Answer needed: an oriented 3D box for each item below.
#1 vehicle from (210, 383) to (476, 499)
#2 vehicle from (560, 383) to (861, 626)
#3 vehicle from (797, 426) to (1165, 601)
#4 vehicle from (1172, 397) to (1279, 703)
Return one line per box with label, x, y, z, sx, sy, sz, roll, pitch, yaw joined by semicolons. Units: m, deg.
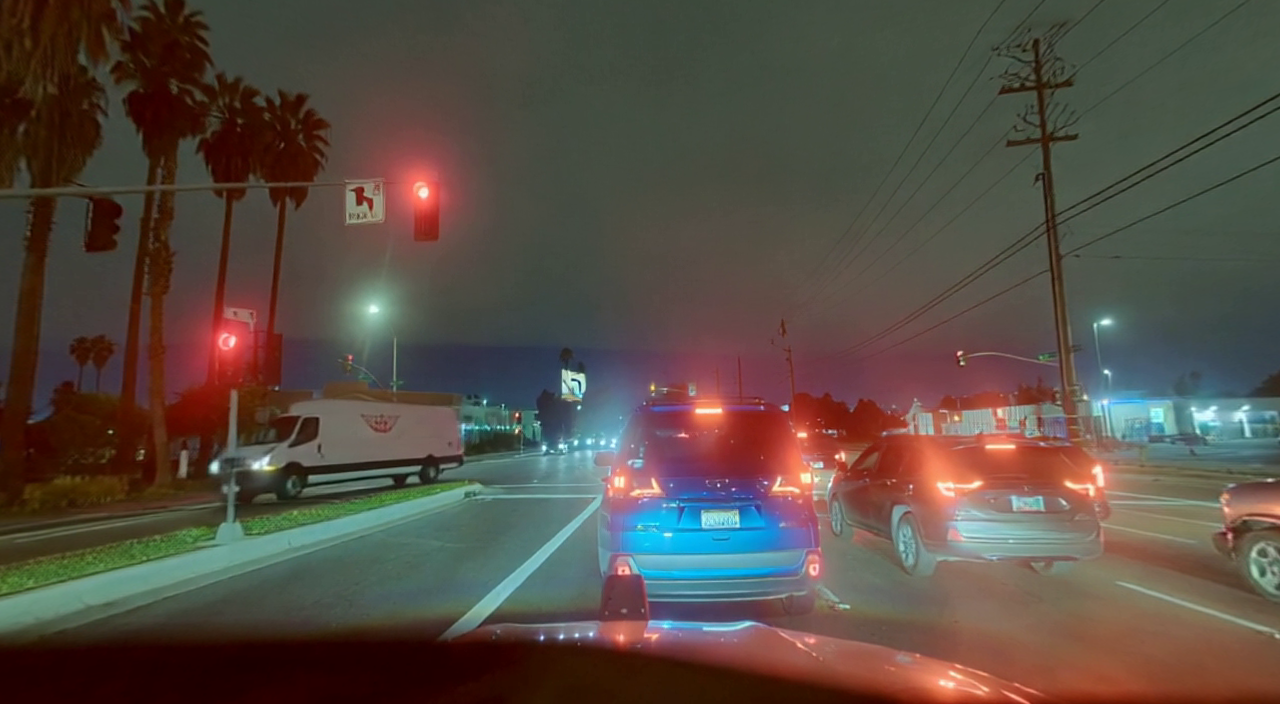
vehicle;-11.654;3.865;27.079;2.973;3.889;11.535;-3;-9;19
vehicle;0.445;1.440;6.885;2.228;1.780;4.269;0;-9;-2
vehicle;3.430;1.687;7.515;1.895;1.456;4.255;0;-9;-2
vehicle;3.358;0.654;0.672;1.805;1.485;4.348;0;-9;1
